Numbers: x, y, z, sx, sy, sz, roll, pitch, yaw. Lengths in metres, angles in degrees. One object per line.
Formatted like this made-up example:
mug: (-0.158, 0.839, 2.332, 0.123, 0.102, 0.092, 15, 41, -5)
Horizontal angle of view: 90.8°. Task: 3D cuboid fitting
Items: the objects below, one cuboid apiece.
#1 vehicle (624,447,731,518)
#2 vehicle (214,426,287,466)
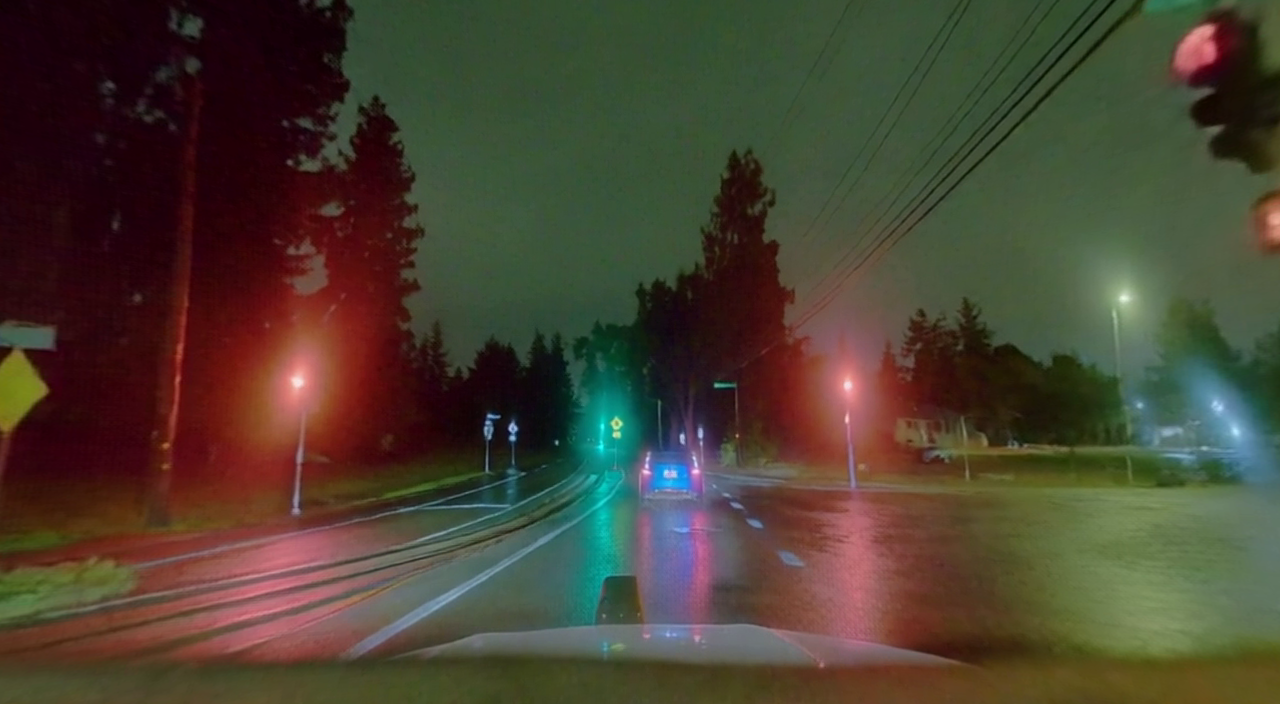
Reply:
vehicle: (0.827, 3.144, 15.833, 2.295, 1.510, 4.364, 0, -9, 1)
vehicle: (-29.707, 7.230, 48.558, 2.983, 2.816, 7.042, 3, -9, -17)
